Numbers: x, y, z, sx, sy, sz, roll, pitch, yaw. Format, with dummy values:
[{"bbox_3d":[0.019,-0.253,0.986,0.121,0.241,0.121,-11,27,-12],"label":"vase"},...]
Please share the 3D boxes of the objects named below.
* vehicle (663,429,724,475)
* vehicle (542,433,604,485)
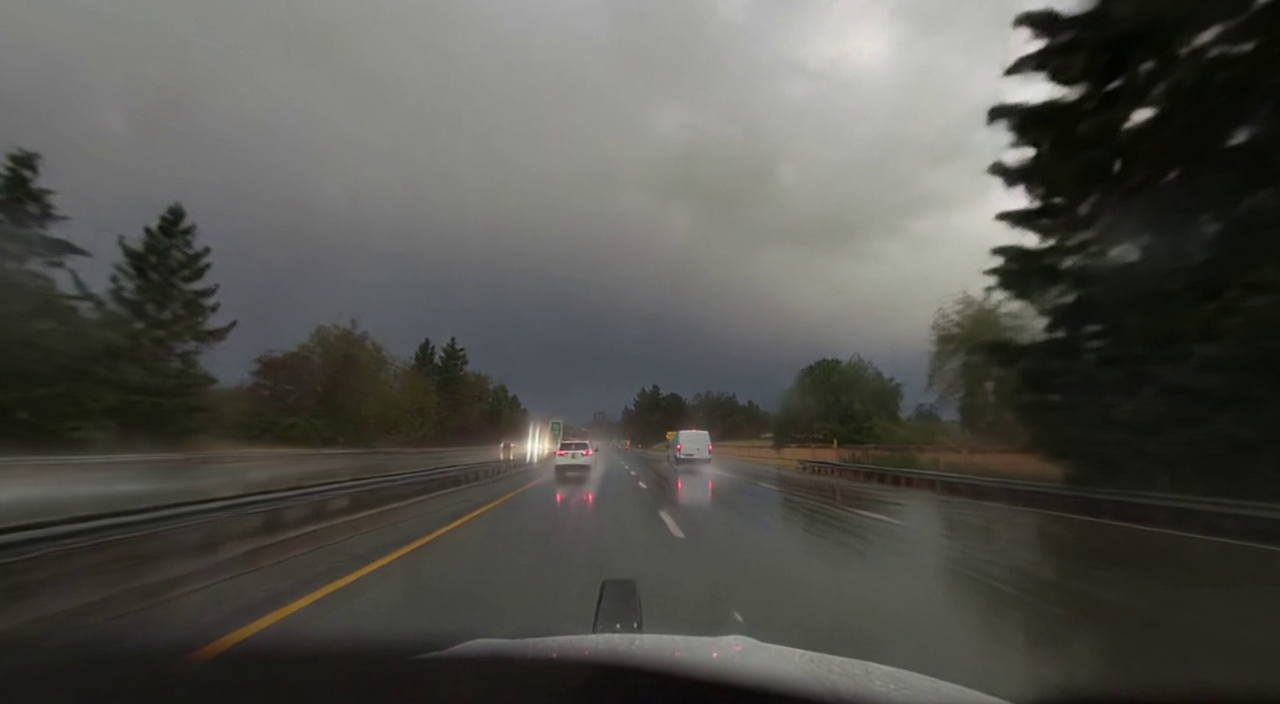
[{"bbox_3d":[2.395,4.669,29.306,2.179,1.930,4.538,0,-9,-3],"label":"vehicle"},{"bbox_3d":[-2.373,3.892,23.112,1.963,1.711,4.284,0,-9,-2],"label":"vehicle"}]
